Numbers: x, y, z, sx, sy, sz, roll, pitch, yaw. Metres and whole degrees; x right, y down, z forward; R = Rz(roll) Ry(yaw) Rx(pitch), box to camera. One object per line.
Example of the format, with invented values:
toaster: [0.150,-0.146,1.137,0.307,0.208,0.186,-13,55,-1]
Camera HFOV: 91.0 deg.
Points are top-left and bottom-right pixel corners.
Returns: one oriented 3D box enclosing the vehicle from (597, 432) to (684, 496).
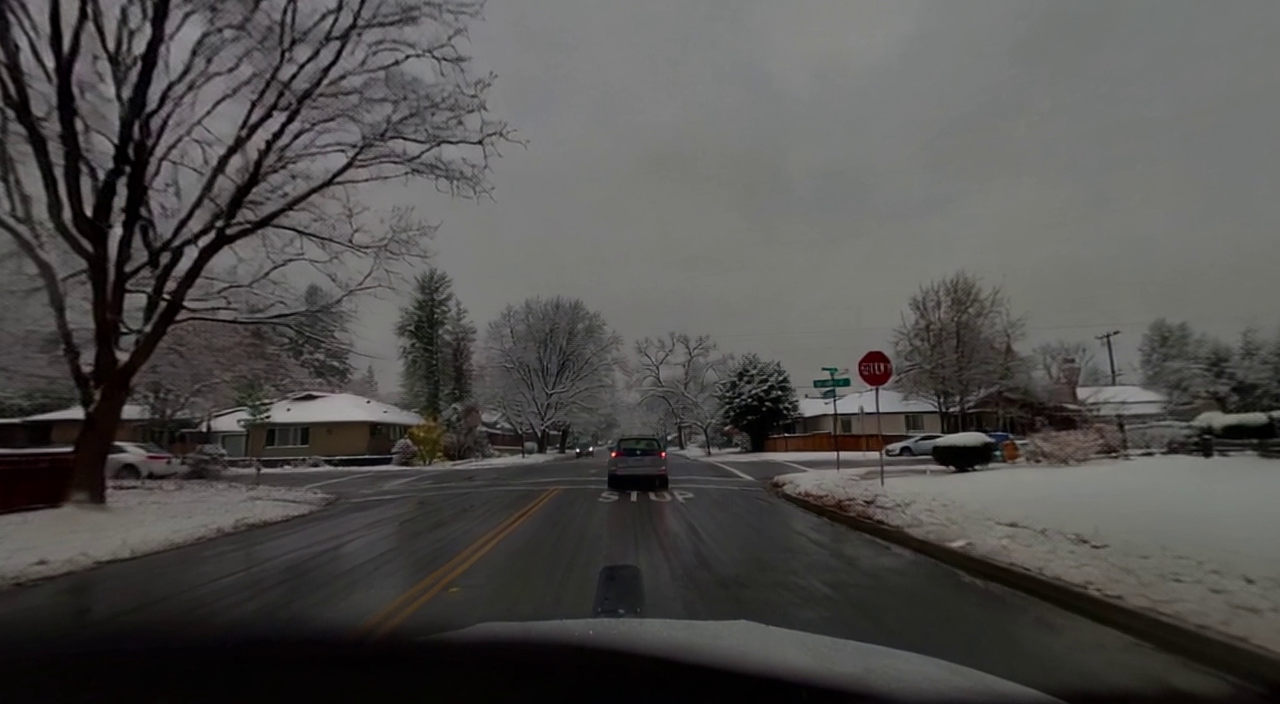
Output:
vehicle: [-0.056,2.968,17.012,2.043,1.484,4.340,0,-9,-2]

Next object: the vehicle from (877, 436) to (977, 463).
vehicle: [16.501,5.606,36.338,4.748,1.488,2.029,1,-9,-4]

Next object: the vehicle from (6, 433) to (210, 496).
vehicle: [-20.951,4.460,25.052,5.796,1.946,2.391,-3,-10,-4]
